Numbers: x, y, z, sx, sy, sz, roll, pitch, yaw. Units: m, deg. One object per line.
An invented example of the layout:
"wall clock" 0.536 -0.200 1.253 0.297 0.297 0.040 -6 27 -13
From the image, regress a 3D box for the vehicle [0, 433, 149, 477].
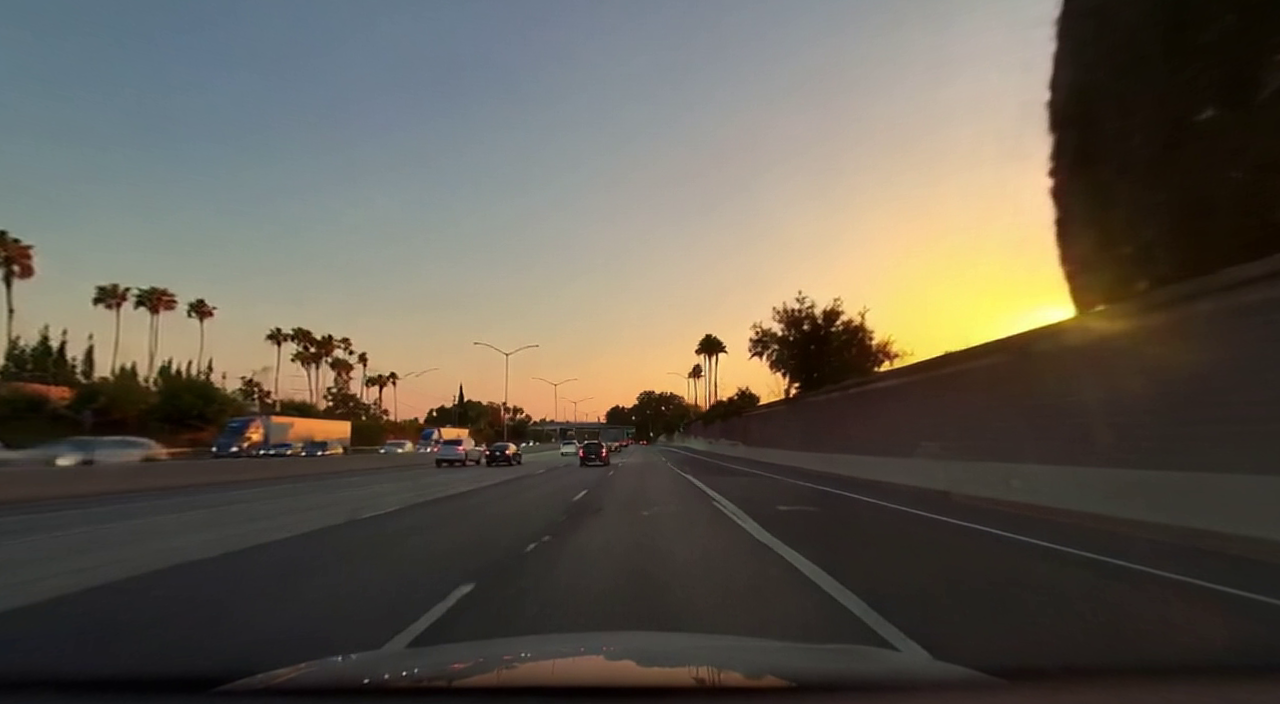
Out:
"vehicle" -20.863 3.815 23.556 1.789 1.494 3.928 0 -9 2

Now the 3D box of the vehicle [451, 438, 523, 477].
"vehicle" -7.200 5.016 30.265 2.204 1.677 4.438 0 -9 1

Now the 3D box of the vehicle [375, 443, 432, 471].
"vehicle" -14.829 6.562 39.788 1.836 1.662 4.317 0 -9 1

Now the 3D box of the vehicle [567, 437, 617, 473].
"vehicle" -2.368 5.258 32.440 2.201 1.672 4.128 0 -9 0

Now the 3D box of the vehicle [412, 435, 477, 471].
"vehicle" -10.897 5.676 35.614 1.986 1.875 4.902 0 -9 1
